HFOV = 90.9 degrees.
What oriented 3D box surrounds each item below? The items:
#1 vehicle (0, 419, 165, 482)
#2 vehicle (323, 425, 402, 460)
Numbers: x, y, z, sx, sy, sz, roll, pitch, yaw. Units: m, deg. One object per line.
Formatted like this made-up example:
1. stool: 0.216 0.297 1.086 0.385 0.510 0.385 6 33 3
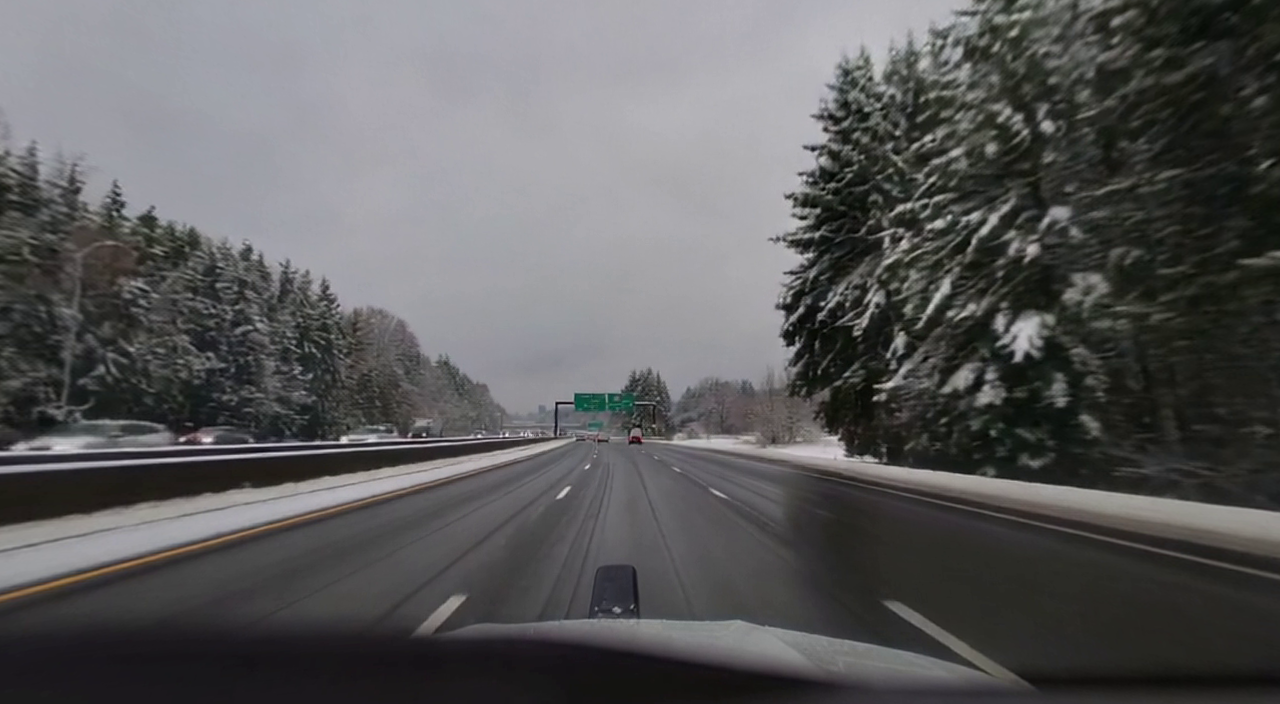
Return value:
1. vehicle: -15.608 2.617 17.077 1.951 1.470 4.535 0 -8 -1
2. vehicle: -13.240 4.341 30.360 1.881 1.508 4.599 -1 -8 -2
